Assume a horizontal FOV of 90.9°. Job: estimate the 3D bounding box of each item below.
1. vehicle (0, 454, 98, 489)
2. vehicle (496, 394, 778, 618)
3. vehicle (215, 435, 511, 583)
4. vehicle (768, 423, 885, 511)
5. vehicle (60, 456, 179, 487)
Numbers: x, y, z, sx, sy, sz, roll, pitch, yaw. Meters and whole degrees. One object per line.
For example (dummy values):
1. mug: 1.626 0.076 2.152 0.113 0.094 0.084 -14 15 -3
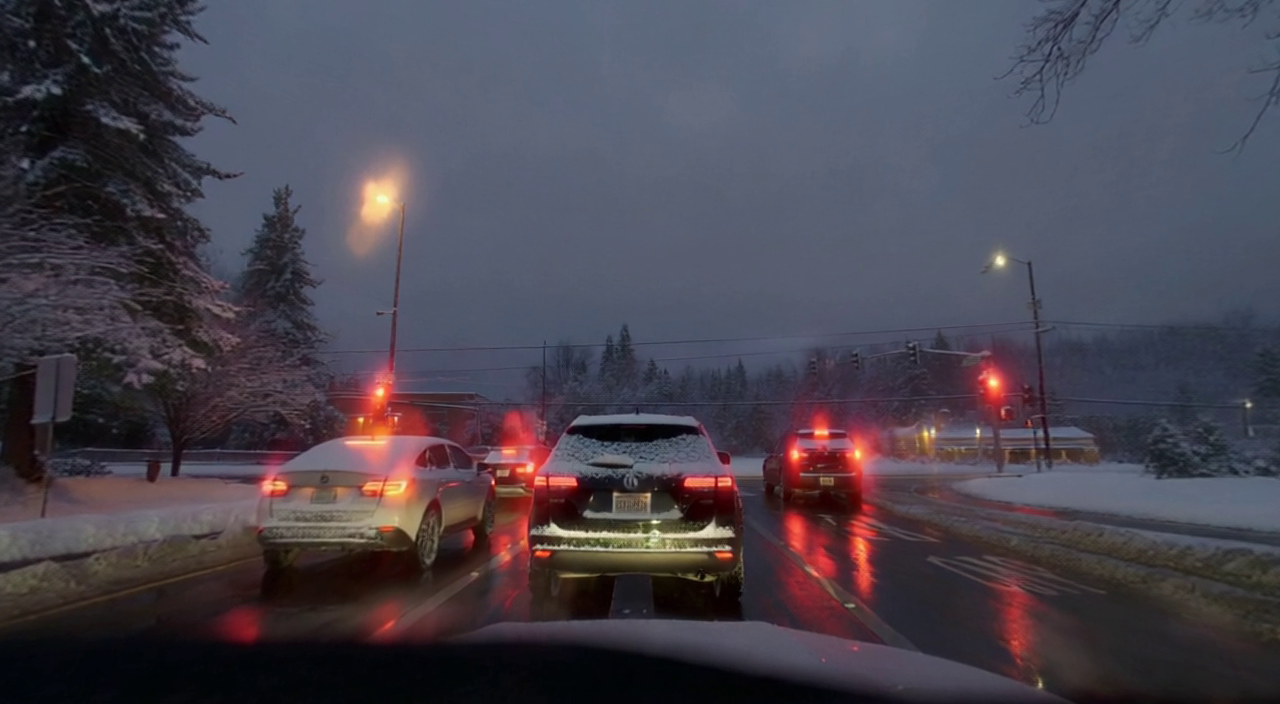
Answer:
1. vehicle: -27.102 5.273 27.929 4.198 1.444 1.765 2 -9 -15
2. vehicle: -0.029 1.525 7.178 2.203 1.757 4.286 0 -8 0
3. vehicle: -3.241 1.898 8.573 1.913 1.453 4.413 0 -8 2
4. vehicle: 4.810 3.004 16.924 2.084 2.053 4.073 -1 -8 4
5. vehicle: -25.980 5.949 31.599 4.140 1.444 1.742 2 -9 -15
